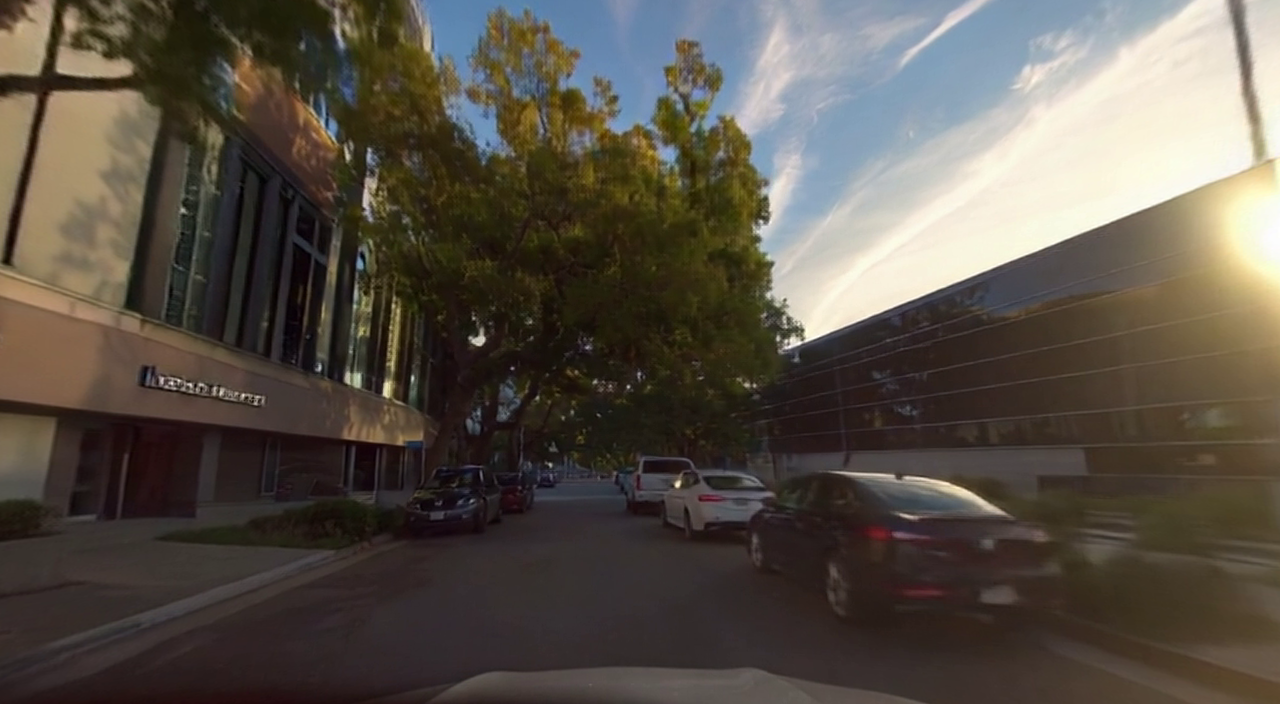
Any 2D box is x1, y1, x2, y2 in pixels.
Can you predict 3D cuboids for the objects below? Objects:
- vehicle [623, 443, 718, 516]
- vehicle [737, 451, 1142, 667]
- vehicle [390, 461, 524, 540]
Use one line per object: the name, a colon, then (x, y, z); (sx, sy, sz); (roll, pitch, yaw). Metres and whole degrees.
vehicle: (0.796, 4.002, 19.931); (2.242, 1.972, 4.898); (2, -11, -6)
vehicle: (2.496, 1.864, 6.631); (1.889, 1.482, 4.118); (2, -11, -6)
vehicle: (-3.868, 3.229, 14.181); (2.018, 1.461, 4.413); (1, -11, -5)
